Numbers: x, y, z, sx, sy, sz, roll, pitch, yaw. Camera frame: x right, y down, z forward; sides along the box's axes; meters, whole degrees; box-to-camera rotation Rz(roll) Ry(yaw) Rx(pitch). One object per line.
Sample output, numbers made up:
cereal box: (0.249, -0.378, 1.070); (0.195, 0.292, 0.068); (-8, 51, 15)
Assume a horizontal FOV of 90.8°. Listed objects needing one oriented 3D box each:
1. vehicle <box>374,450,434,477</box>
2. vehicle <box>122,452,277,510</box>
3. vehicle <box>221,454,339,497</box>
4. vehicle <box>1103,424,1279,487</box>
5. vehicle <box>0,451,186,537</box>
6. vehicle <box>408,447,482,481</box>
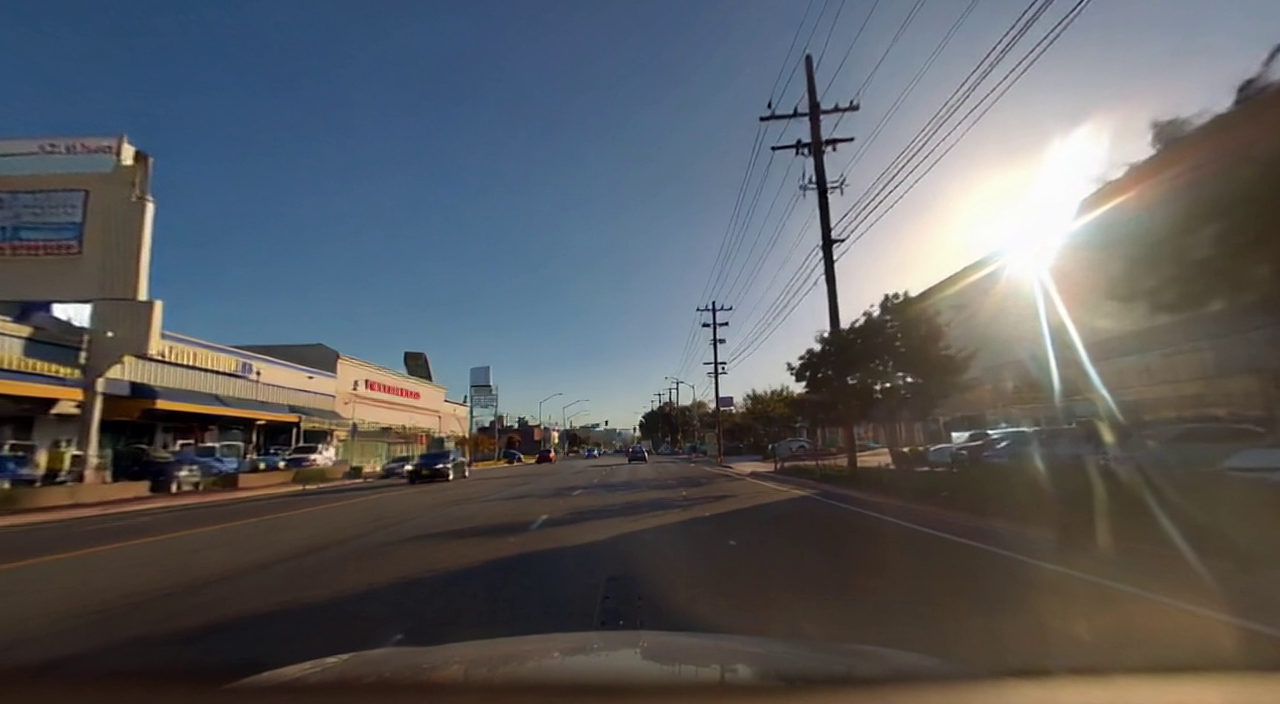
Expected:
vehicle: (-14.905, 7.069, 40.251); (1.954, 1.519, 5.051); (-1, -8, -1)
vehicle: (-13.882, 4.034, 20.304); (1.891, 1.565, 4.315); (1, -8, -1)
vehicle: (-14.446, 4.956, 25.774); (1.927, 1.427, 5.198); (1, -8, -3)
vehicle: (14.627, 2.557, 15.784); (4.524, 1.454, 1.983); (0, -8, -1)
vehicle: (-13.752, 3.281, 15.188); (1.793, 1.534, 5.400); (-2, -7, -1)
vehicle: (-9.188, 5.274, 30.192); (1.988, 1.472, 4.633); (0, -8, 1)
